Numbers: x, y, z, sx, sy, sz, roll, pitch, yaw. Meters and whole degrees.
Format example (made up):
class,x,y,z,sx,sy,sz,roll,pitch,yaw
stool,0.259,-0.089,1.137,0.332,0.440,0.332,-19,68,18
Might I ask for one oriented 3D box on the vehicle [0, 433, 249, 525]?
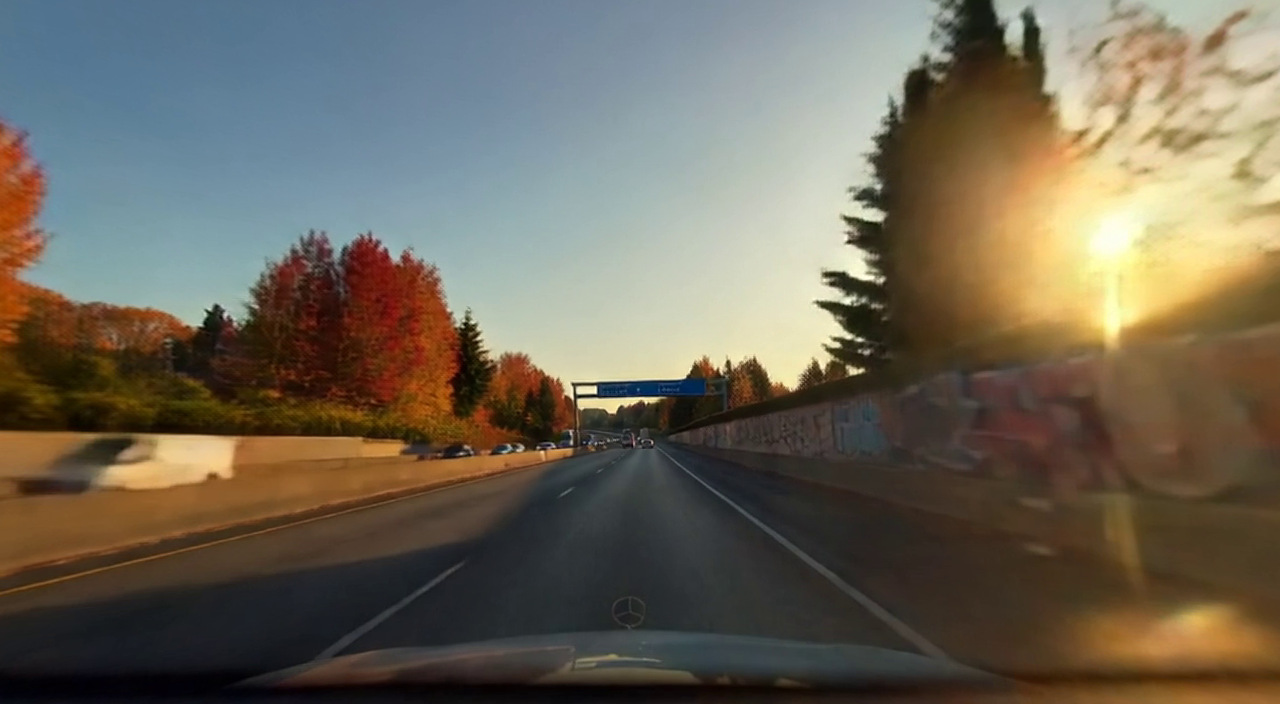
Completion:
class,x,y,z,sx,sy,sz,roll,pitch,yaw
vehicle,-10.881,2.585,13.493,1.988,1.594,4.624,0,-8,0

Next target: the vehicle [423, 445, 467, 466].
class,x,y,z,sx,sy,sz,roll,pitch,yaw
vehicle,-14.522,7.736,47.155,1.796,1.495,4.504,0,-8,1
